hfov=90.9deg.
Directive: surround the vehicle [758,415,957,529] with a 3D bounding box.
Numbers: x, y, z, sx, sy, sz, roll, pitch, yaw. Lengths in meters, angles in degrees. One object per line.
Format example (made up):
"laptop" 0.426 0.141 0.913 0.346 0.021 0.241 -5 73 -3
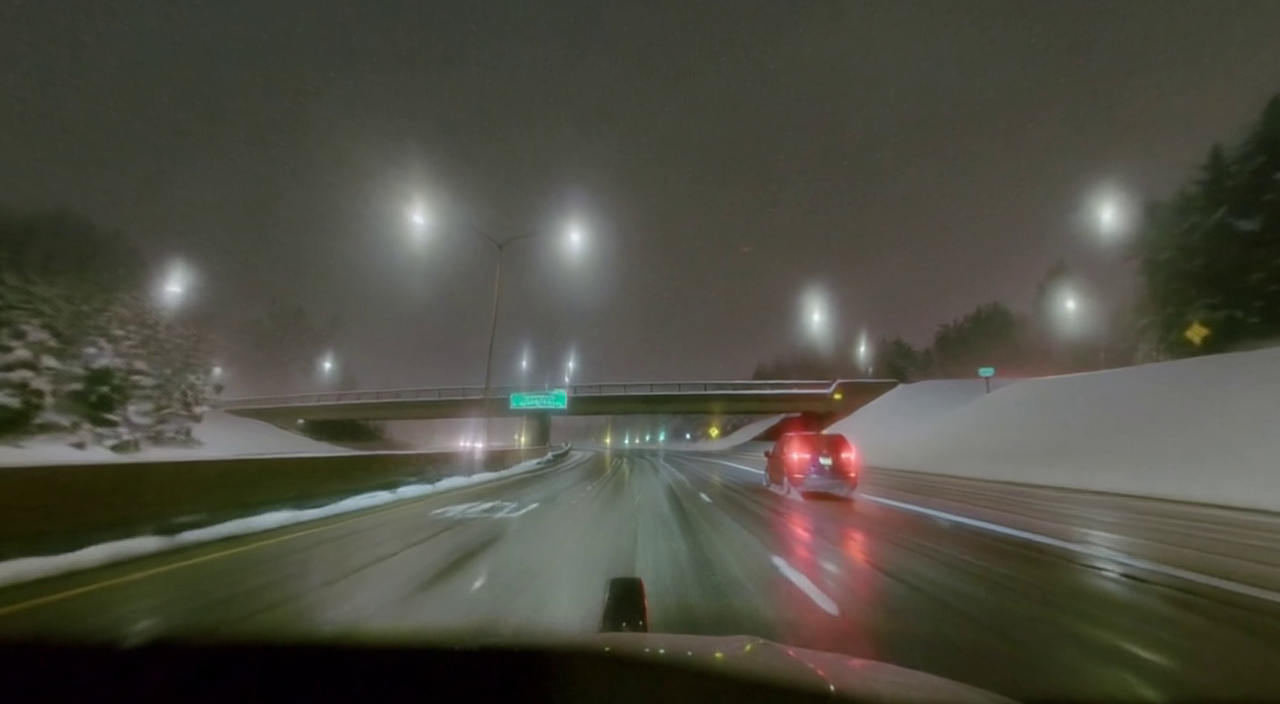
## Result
"vehicle" 3.715 2.155 11.930 2.039 1.701 4.834 0 -8 0
